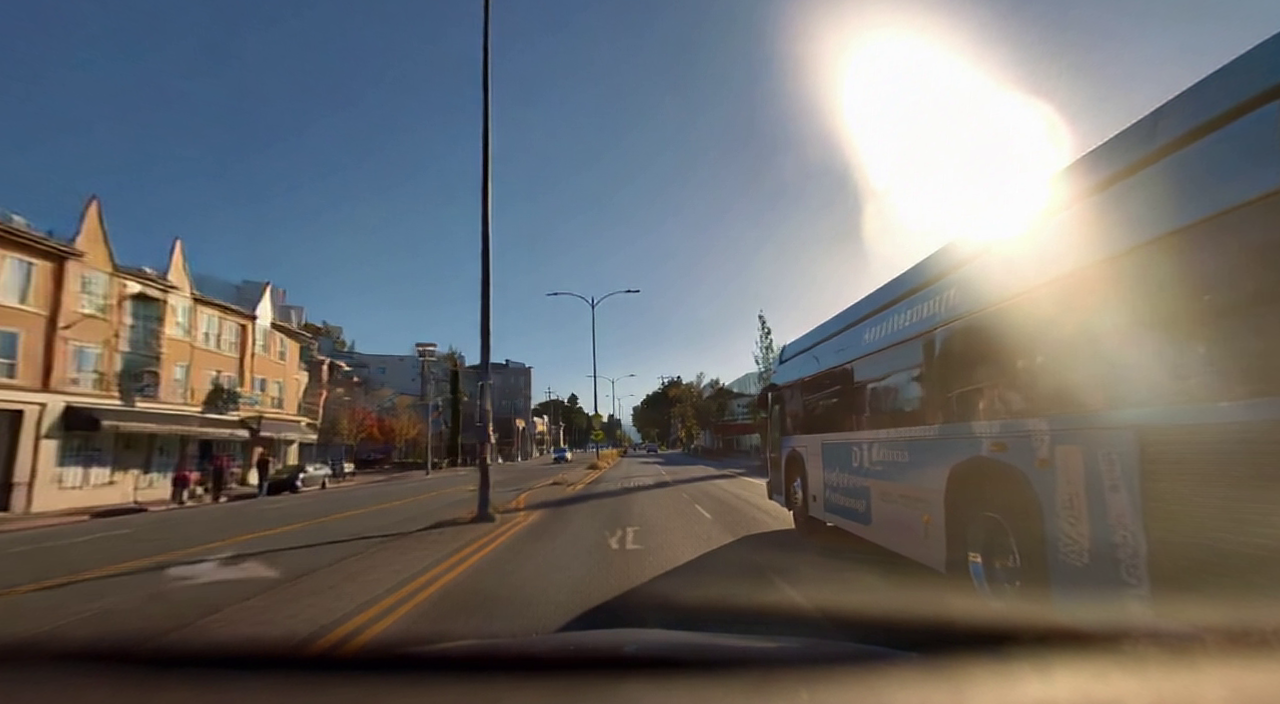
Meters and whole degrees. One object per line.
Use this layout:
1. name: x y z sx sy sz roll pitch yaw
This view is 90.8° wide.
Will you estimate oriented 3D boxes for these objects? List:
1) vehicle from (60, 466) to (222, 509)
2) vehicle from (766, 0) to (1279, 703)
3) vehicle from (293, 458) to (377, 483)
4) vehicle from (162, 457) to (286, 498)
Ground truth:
1. vehicle: -19.062 5.180 24.308 4.522 1.469 1.840 1 -9 -3
2. vehicle: 4.164 0.471 5.554 3.194 3.345 12.428 0 -8 -2
3. vehicle: -19.642 7.639 40.820 4.409 1.508 1.803 1 -9 -3
4. vehicle: -19.363 5.820 29.545 4.325 1.777 1.948 0 -9 -1
